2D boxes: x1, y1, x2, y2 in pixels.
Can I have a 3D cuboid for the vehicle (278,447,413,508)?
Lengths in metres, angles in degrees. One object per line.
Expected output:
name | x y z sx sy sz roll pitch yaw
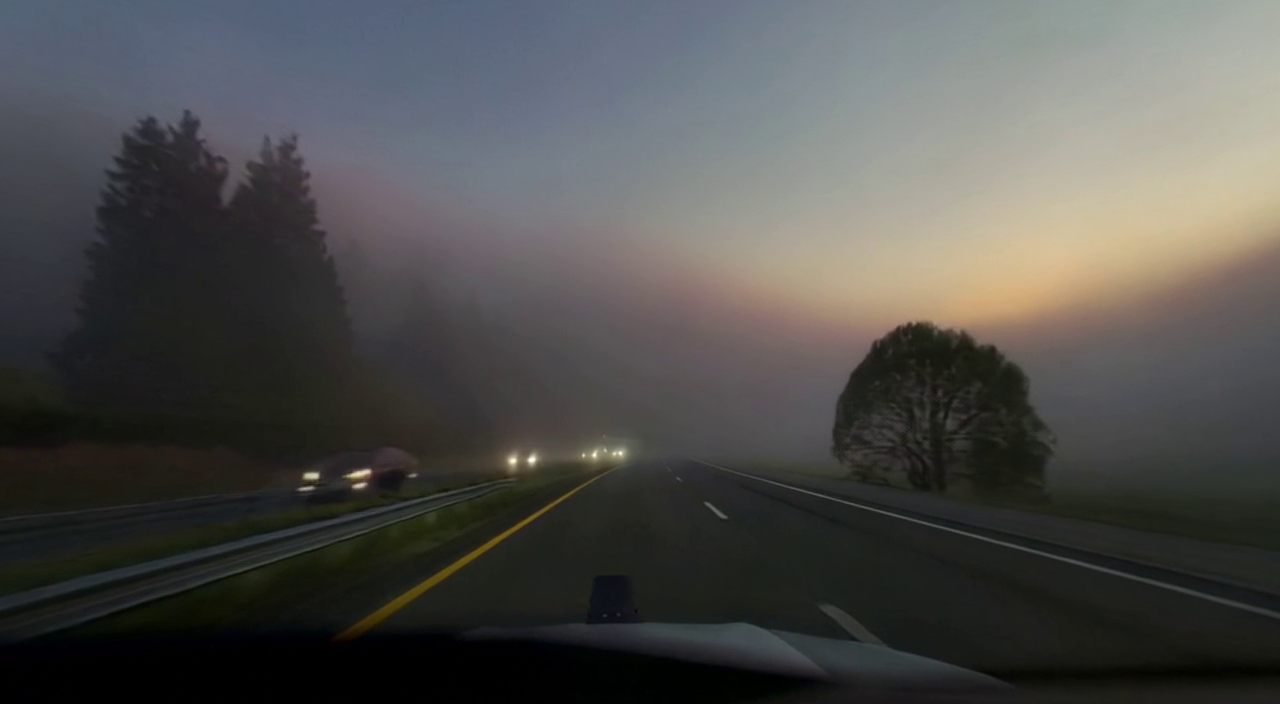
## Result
vehicle | -9.100 3.870 20.027 1.956 1.670 4.696 0 -9 1
